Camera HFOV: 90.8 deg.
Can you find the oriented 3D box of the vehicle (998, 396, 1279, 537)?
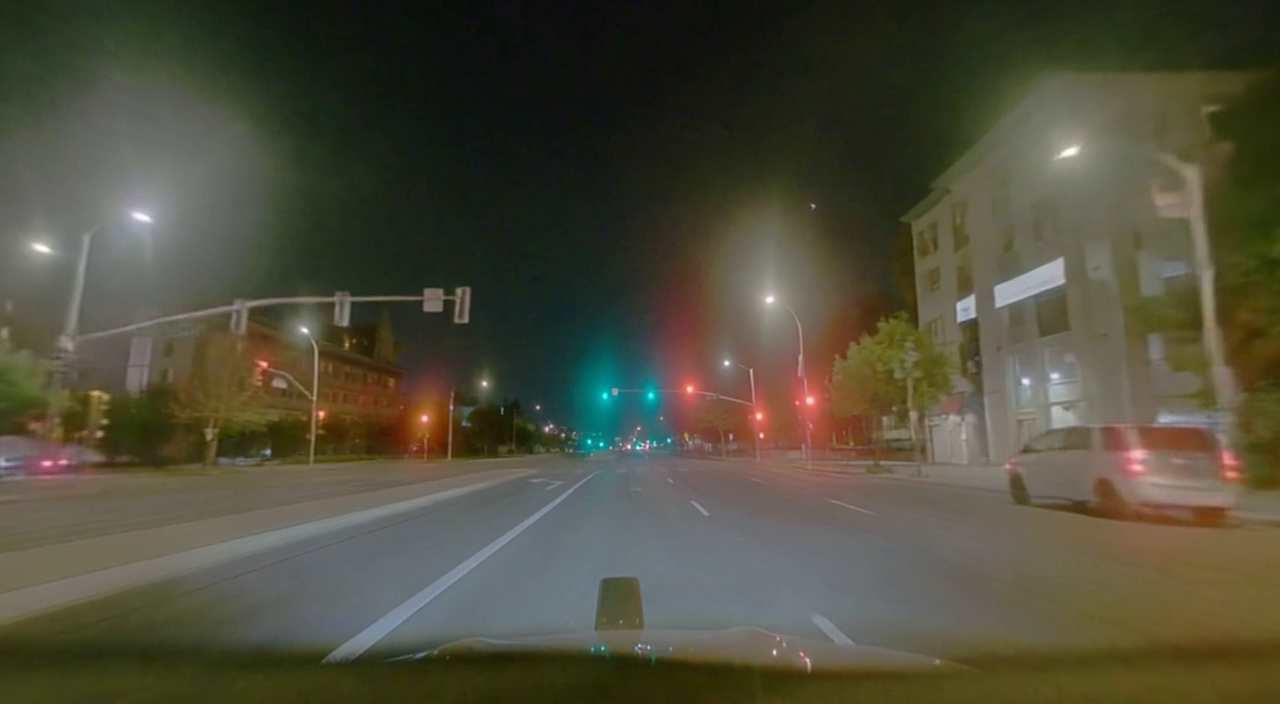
[{"bbox_3d":[9.992,2.148,12.467,2.273,2.103,5.788,0,-8,-2],"label":"vehicle"}]
